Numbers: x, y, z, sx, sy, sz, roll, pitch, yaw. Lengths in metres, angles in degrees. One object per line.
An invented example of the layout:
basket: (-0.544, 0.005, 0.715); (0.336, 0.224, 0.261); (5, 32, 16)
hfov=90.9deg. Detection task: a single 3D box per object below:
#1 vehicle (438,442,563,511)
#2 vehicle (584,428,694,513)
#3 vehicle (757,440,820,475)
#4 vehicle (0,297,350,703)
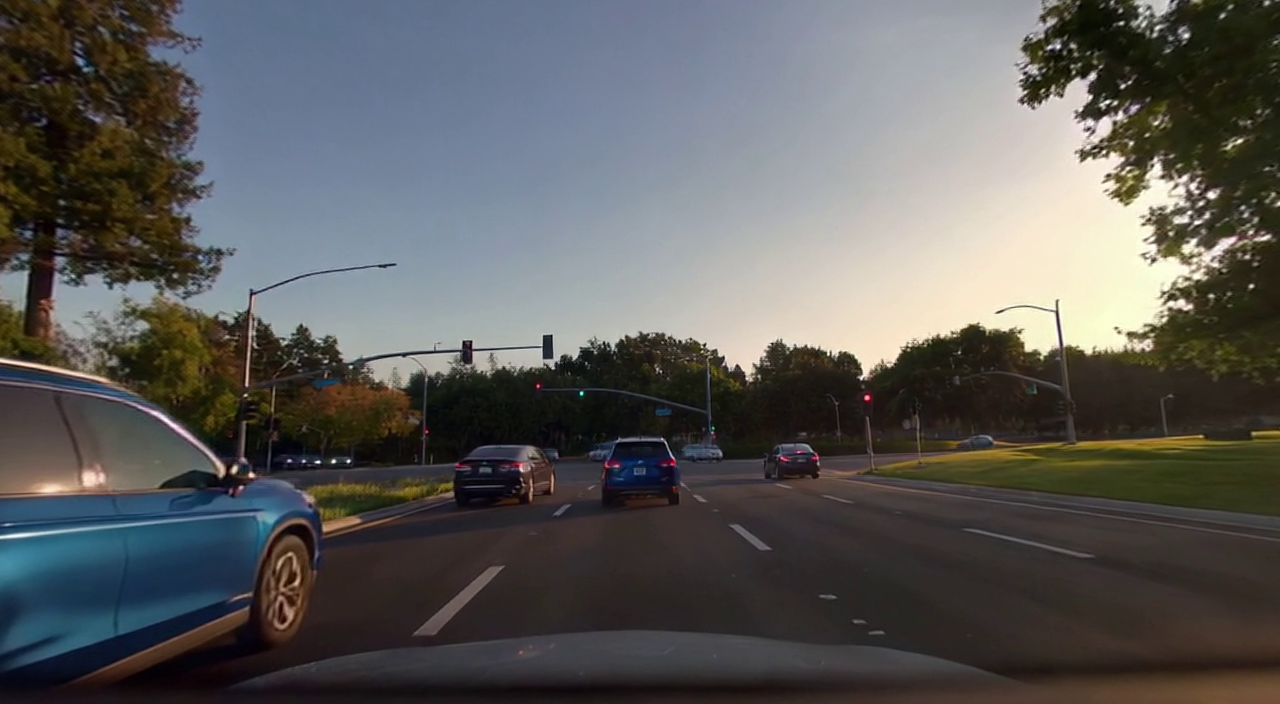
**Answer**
vehicle: (-3.408, 3.146, 16.566); (2.061, 1.504, 5.142); (0, -9, 0)
vehicle: (-0.003, 2.811, 15.413); (2.298, 1.770, 4.138); (0, -9, 0)
vehicle: (7.972, 5.719, 34.447); (2.166, 1.761, 4.692); (0, -9, -2)
vehicle: (-3.532, 0.756, 2.445); (2.320, 1.863, 5.148); (0, -9, 0)
